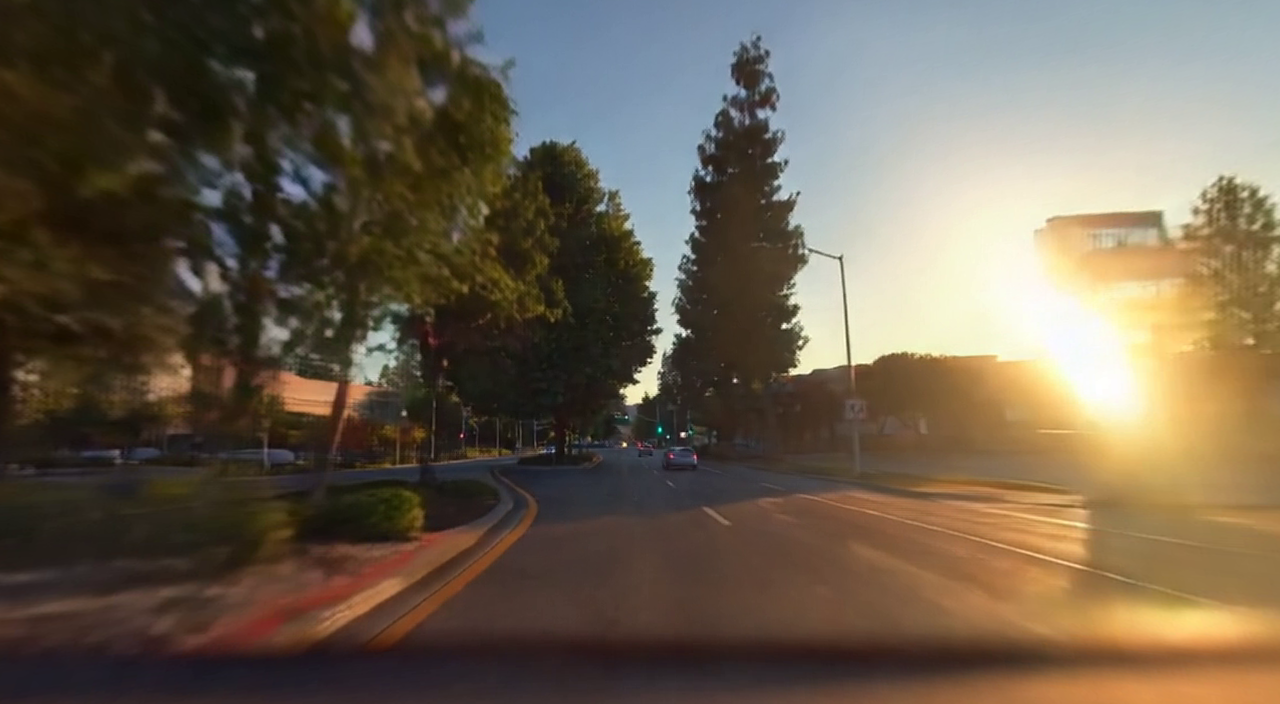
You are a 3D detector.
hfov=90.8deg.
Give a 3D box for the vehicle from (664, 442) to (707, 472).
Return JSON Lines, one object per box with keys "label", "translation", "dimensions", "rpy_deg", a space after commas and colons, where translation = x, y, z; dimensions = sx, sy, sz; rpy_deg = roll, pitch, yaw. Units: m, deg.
{"label": "vehicle", "translation": [2.485, 5.847, 35.502], "dimensions": [1.961, 1.580, 4.020], "rpy_deg": [0, -8, -2]}
